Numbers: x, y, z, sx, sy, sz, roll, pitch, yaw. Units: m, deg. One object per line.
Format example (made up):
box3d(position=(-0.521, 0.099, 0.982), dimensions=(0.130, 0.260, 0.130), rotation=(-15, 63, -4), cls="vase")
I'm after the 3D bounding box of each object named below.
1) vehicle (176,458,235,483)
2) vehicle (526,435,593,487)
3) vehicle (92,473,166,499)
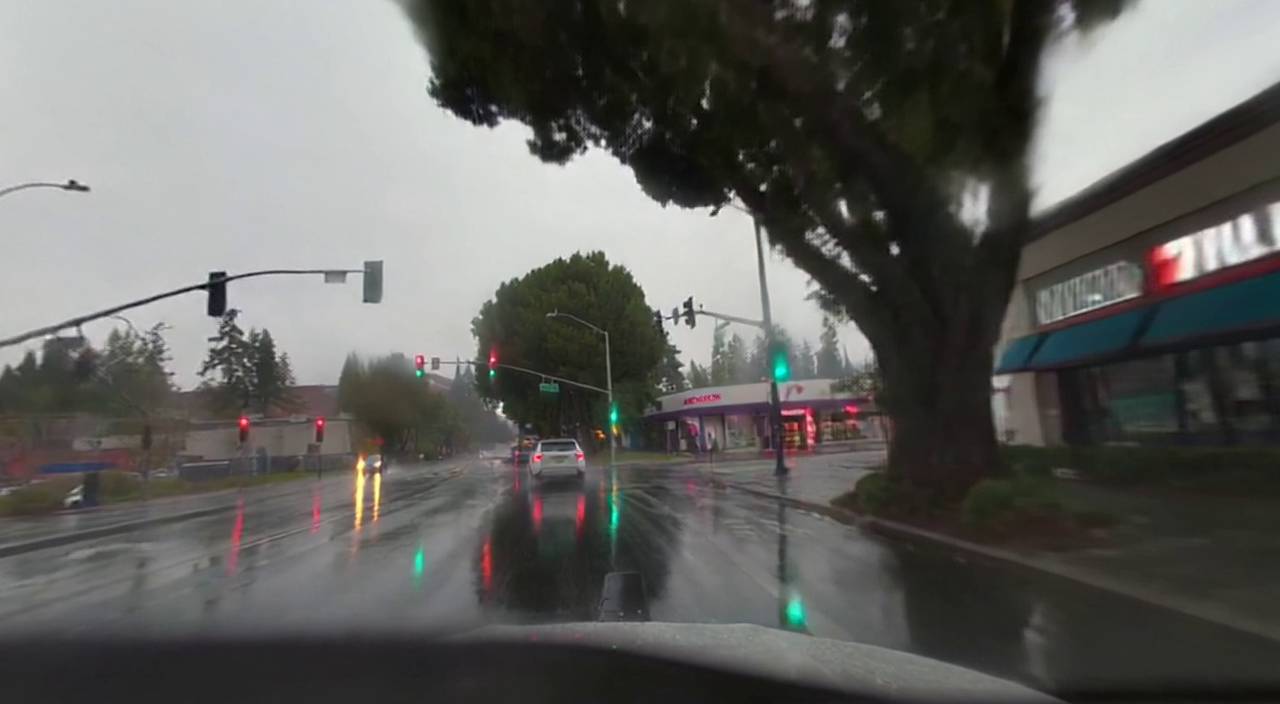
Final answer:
box3d(position=(-32.476, 8.868, 47.364), dimensions=(2.142, 1.671, 4.083), rotation=(1, -8, -11), cls="vehicle")
box3d(position=(-3.085, 4.010, 23.524), dimensions=(2.227, 1.733, 3.930), rotation=(1, -8, -11), cls="vehicle")
box3d(position=(-35.861, 9.396, 44.481), dimensions=(2.004, 1.479, 4.230), rotation=(1, -8, -7), cls="vehicle")
